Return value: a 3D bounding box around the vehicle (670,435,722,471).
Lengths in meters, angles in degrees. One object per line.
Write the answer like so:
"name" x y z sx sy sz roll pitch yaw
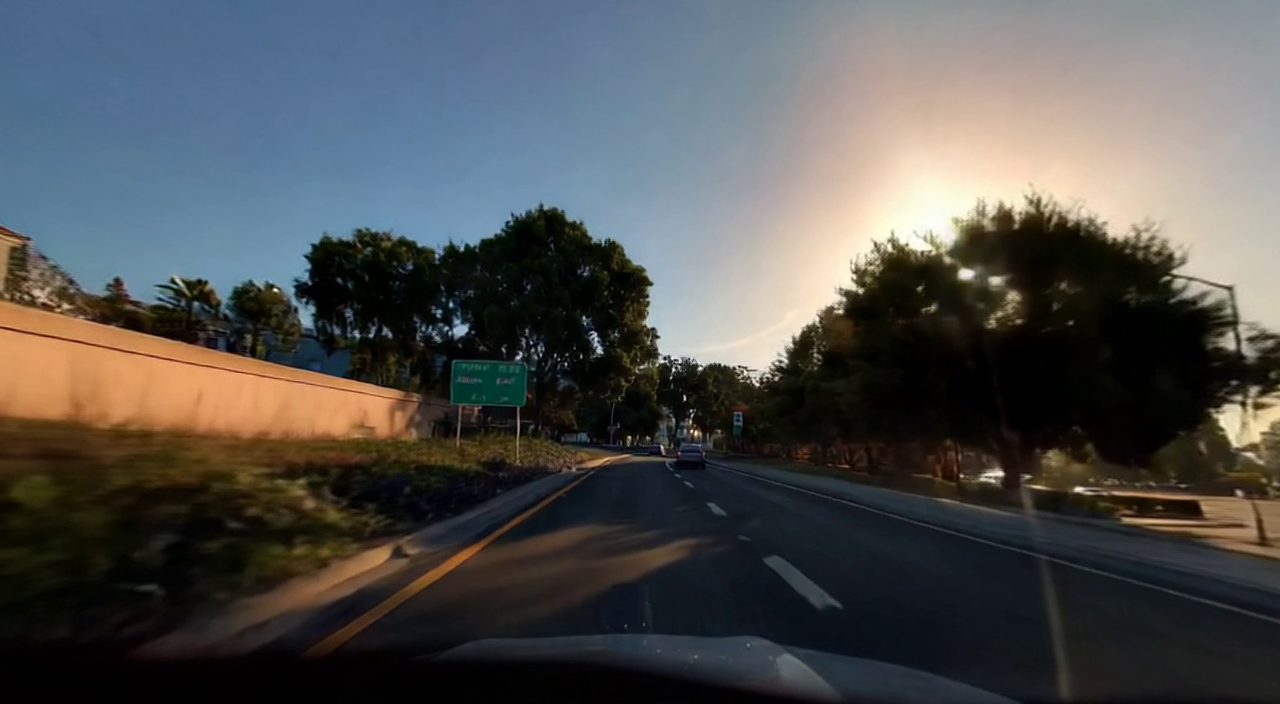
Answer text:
"vehicle" 2.436 4.529 28.554 1.956 1.473 4.640 0 -8 0
